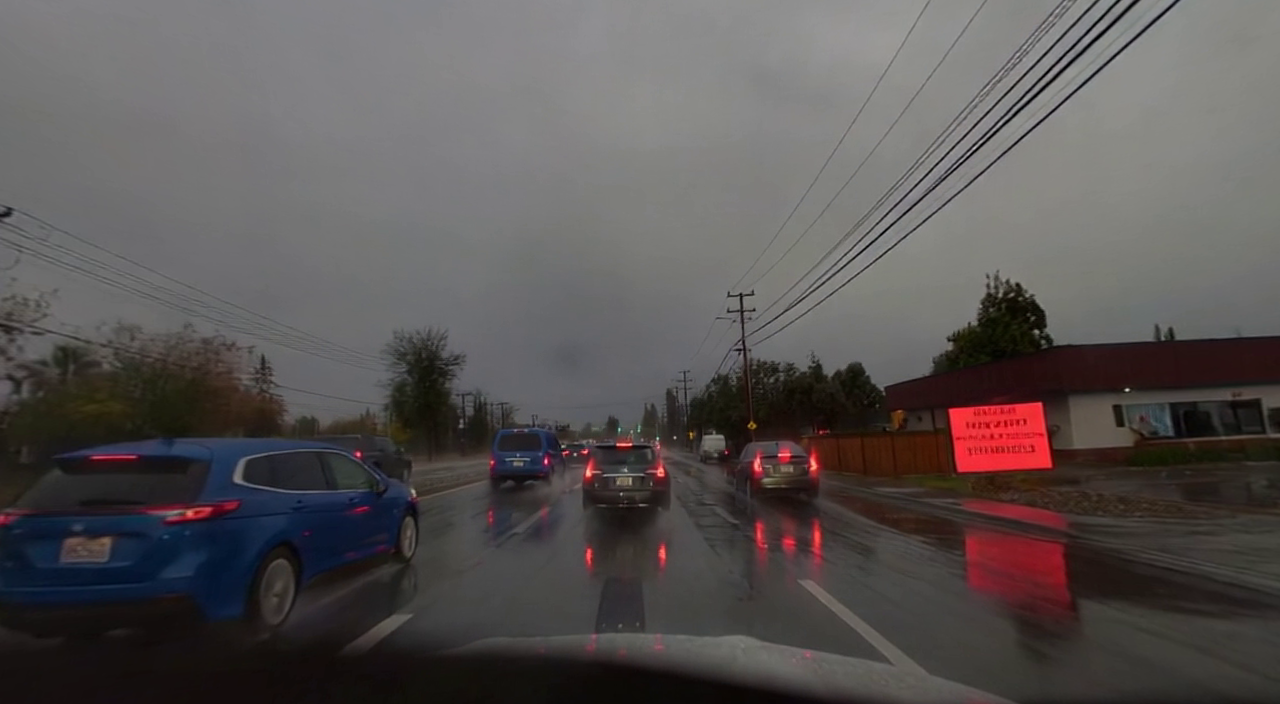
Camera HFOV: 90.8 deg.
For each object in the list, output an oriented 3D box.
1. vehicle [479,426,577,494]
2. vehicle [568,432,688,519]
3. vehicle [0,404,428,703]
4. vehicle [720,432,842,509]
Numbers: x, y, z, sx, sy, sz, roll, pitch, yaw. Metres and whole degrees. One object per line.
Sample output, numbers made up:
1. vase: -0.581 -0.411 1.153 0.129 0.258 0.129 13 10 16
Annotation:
1. vehicle: -3.274 3.285 19.562 2.092 1.839 4.736 0 -9 1
2. vehicle: -0.228 2.453 13.030 2.097 1.511 3.809 0 -9 0
3. vehicle: -3.272 1.234 4.402 2.004 1.454 4.349 0 -9 1
4. vehicle: 3.076 2.673 14.629 1.880 1.521 3.724 0 -9 -1
